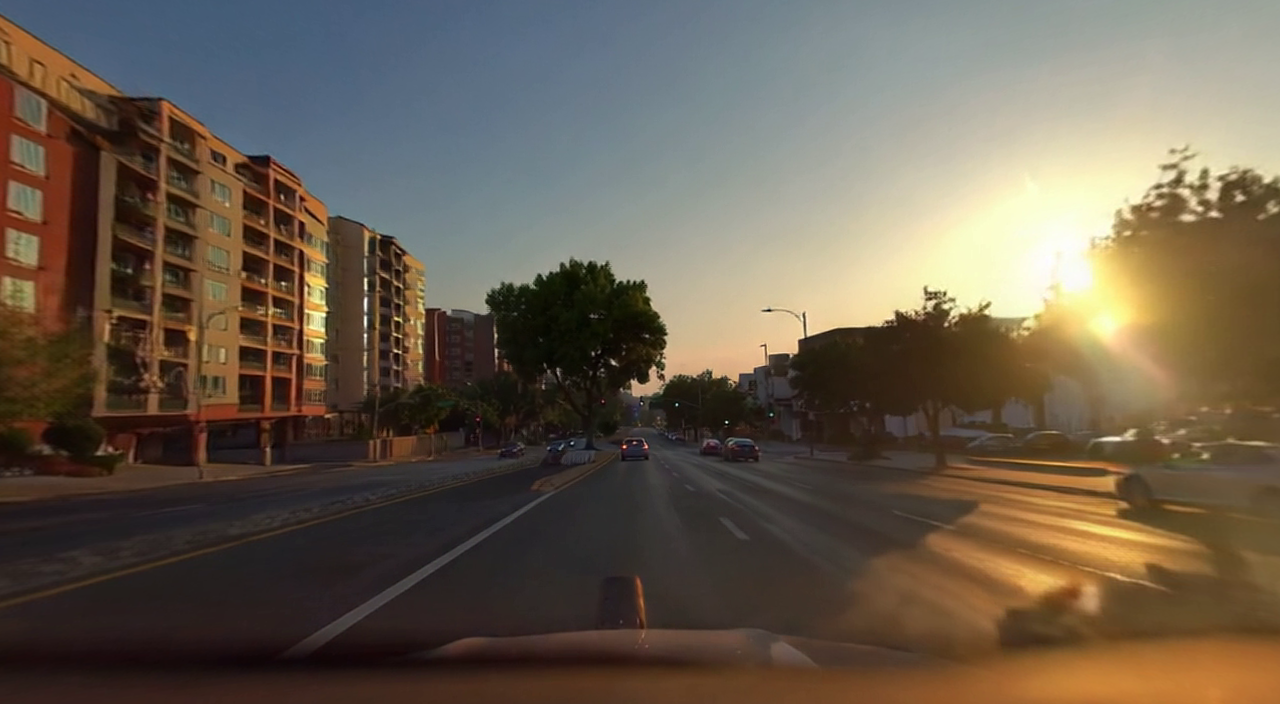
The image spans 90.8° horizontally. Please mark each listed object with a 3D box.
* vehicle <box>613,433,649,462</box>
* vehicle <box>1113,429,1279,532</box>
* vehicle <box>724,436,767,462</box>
[{"bbox_3d":[-0.504,5.589,36.949,2.032,1.593,3.896,0,-9,0],"label":"vehicle"},{"bbox_3d":[10.348,2.045,10.307,1.948,1.489,4.276,0,-9,0],"label":"vehicle"},{"bbox_3d":[6.278,5.828,37.981,1.768,1.417,4.213,0,-9,-2],"label":"vehicle"}]
